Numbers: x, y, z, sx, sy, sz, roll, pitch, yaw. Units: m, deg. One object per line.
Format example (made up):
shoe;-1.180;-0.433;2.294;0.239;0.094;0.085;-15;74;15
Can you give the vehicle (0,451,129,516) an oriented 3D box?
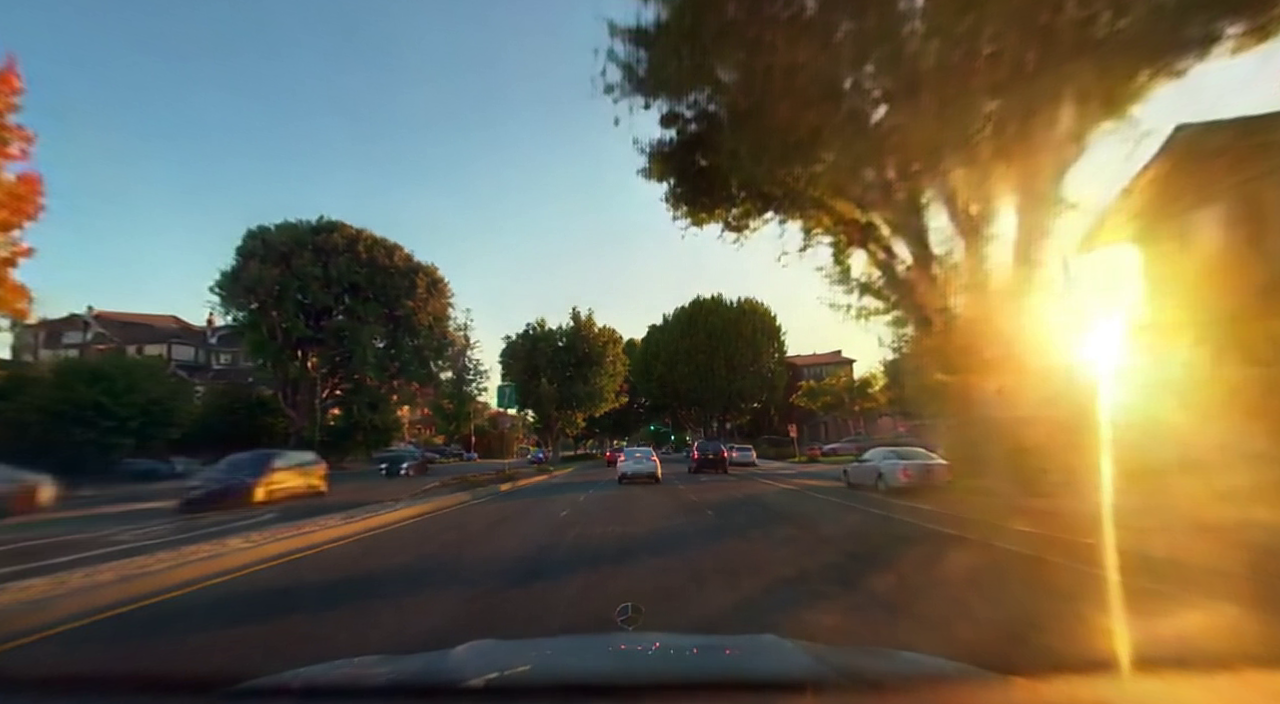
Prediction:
vehicle;-18.157;3.850;18.945;1.866;1.699;4.347;0;-8;0

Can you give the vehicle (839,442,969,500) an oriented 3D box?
vehicle;7.612;3.445;18.749;1.980;1.497;4.345;0;-8;0

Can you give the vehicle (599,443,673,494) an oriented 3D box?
vehicle;-0.107;3.719;20.535;2.140;1.474;4.026;0;-8;0

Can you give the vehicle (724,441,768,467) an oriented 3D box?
vehicle;7.710;7.526;46.374;2.184;1.786;5.497;1;-9;-1

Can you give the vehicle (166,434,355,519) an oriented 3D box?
vehicle;-9.147;2.990;15.802;2.090;1.785;4.692;0;-8;-5

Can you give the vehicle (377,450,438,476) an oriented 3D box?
vehicle;-14.258;6.799;38.951;1.901;1.468;4.689;-1;-8;2

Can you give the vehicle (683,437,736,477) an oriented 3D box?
vehicle;3.335;5.121;31.000;2.073;1.822;4.276;0;-8;0
